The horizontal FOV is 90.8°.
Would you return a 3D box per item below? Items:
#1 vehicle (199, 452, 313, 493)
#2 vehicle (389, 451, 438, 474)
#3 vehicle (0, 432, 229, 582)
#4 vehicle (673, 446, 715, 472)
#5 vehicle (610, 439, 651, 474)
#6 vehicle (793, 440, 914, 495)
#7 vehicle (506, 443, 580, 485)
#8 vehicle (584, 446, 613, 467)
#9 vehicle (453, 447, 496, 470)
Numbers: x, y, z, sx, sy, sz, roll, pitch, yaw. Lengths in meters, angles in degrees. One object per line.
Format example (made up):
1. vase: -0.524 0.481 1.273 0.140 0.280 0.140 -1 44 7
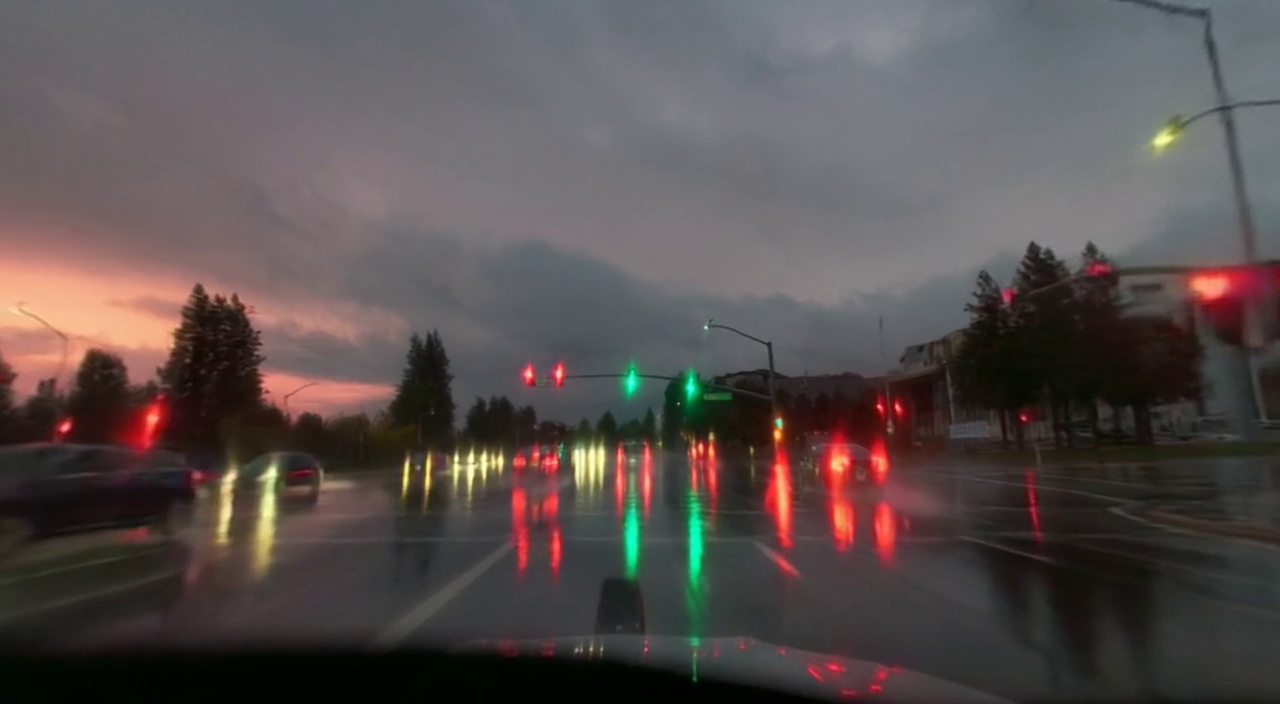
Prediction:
1. vehicle: -15.874 4.969 26.472 1.924 1.486 4.511 0 -8 0
2. vehicle: -15.783 7.703 44.250 1.893 1.429 4.188 0 -8 0
3. vehicle: -7.409 1.714 7.450 2.013 1.488 4.596 0 -8 0
4. vehicle: 3.148 6.283 37.506 2.014 1.430 4.103 1 -8 -2
5. vehicle: -0.439 5.473 33.270 2.008 1.716 4.125 0 -8 0
6. vehicle: 6.327 3.463 19.403 2.028 1.451 4.625 0 -8 -1
7. vehicle: -3.753 4.414 25.275 2.163 1.474 4.413 0 -8 1
8. vehicle: -3.173 8.054 48.966 2.002 1.502 4.057 0 -8 -1
9. vehicle: -12.205 7.870 46.831 1.975 1.450 4.561 -4 -8 -1
